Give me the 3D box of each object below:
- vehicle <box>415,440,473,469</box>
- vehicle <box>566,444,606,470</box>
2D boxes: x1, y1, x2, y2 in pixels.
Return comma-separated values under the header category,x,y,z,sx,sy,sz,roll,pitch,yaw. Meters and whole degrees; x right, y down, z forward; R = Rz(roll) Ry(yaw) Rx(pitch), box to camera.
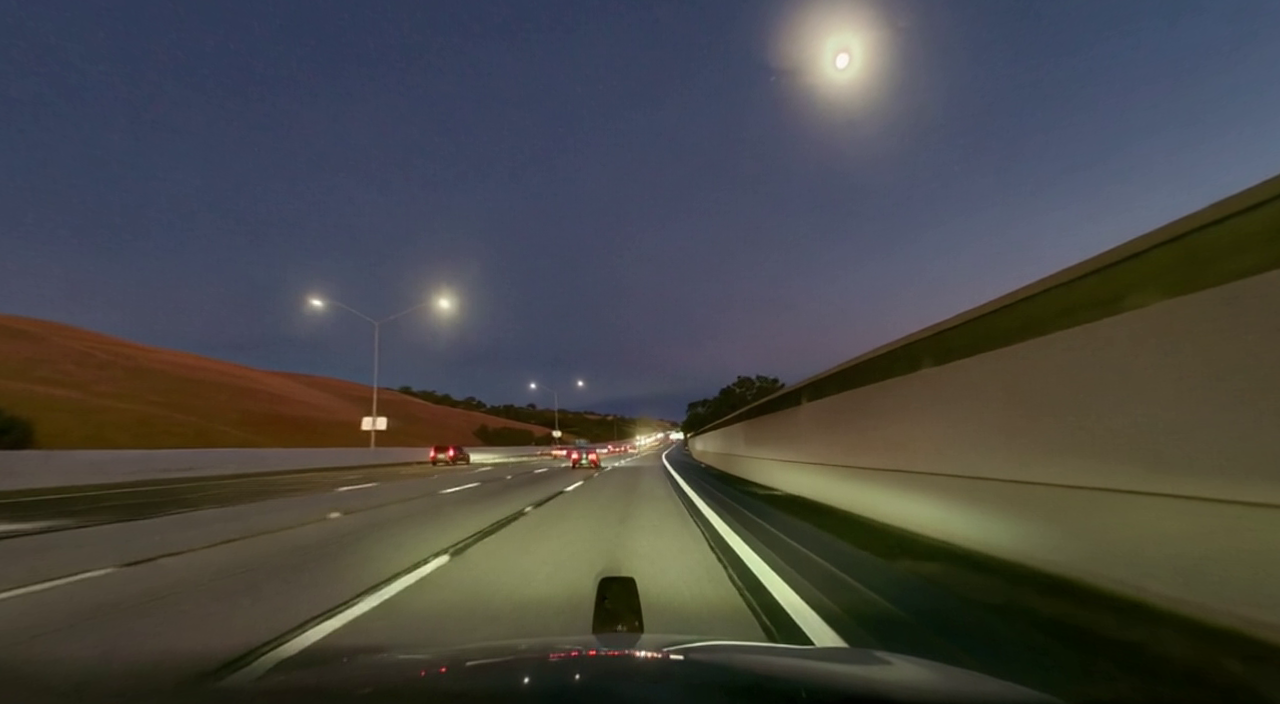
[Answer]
category,x,y,z,sx,sy,sz,roll,pitch,yaw
vehicle,-12.671,6.631,41.223,2.076,1.766,4.831,0,-8,2
vehicle,-3.231,6.394,38.562,1.931,1.492,4.076,-1,-8,2
